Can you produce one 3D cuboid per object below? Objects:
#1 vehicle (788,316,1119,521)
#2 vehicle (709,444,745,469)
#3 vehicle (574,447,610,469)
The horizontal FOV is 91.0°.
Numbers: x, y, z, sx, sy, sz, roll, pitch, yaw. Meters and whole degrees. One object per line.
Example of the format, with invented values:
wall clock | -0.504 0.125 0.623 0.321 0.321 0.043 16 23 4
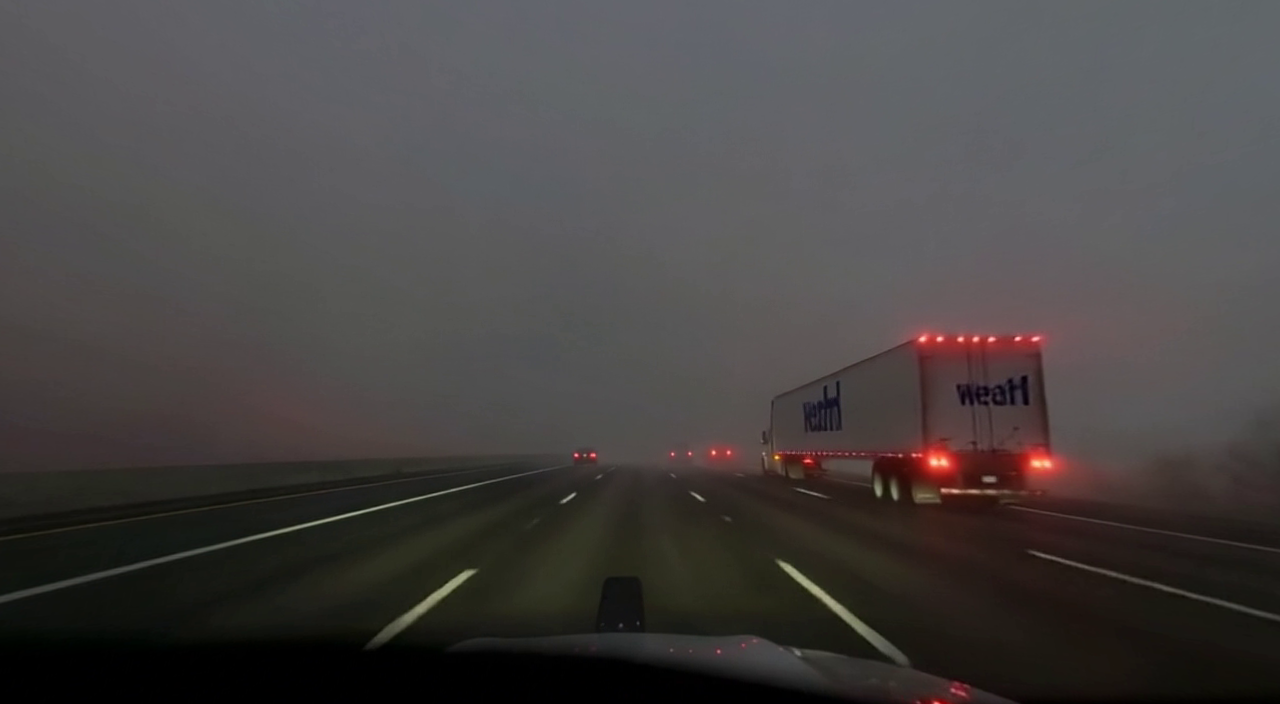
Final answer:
vehicle | 8.109 2.474 20.505 2.912 4.143 15.538 0 -9 0
vehicle | 6.411 7.738 46.896 2.188 1.727 4.381 0 -9 2
vehicle | -3.369 7.589 45.251 2.164 1.507 4.748 0 -9 1
